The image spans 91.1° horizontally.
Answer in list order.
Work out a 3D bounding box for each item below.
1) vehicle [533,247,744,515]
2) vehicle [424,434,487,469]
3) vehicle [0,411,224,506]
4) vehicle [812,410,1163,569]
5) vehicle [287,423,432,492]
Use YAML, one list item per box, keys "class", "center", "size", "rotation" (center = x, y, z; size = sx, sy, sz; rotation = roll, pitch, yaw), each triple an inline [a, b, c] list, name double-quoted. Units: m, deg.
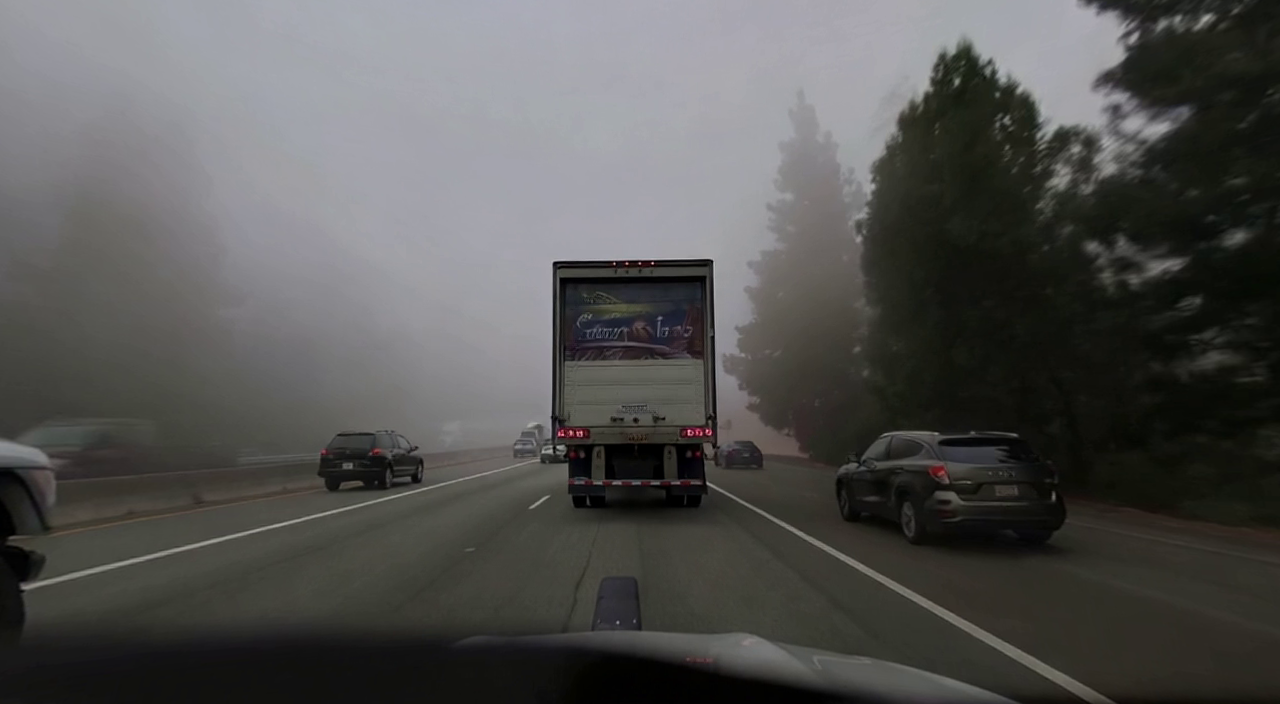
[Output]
- class: "vehicle"
  center: [-0.113, 1.015, 13.798]
  size: [2.911, 3.787, 9.905]
  rotation: [0, -8, -1]
- class: "vehicle"
  center: [-8.407, 4.542, 28.969]
  size: [1.845, 1.488, 3.656]
  rotation: [0, -8, -1]
- class: "vehicle"
  center: [-16.358, 3.244, 19.764]
  size: [2.446, 2.501, 5.970]
  rotation: [0, -8, 0]
- class: "vehicle"
  center: [4.005, 1.640, 8.426]
  size: [2.003, 1.519, 4.580]
  rotation: [0, -8, -1]
- class: "vehicle"
  center: [-7.731, 2.931, 17.912]
  size: [2.057, 1.698, 4.550]
  rotation: [0, -8, -1]
